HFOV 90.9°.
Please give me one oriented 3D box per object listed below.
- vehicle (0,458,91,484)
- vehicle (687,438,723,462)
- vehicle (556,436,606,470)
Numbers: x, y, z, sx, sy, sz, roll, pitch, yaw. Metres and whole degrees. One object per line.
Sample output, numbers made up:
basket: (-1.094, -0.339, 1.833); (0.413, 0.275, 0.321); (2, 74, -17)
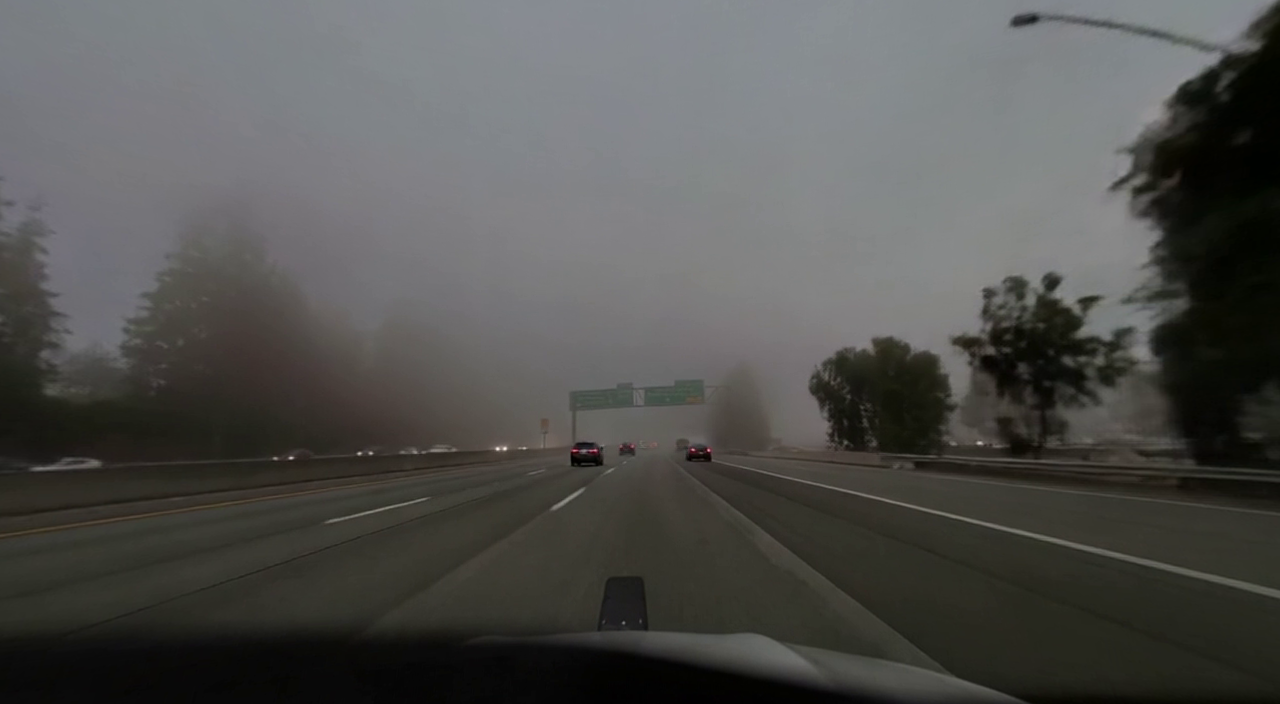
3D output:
vehicle: (-34.406, 6.880, 36.604); (1.816, 1.357, 3.577); (0, -8, 1)
vehicle: (4.843, 7.419, 47.900); (2.229, 1.704, 4.392); (0, -8, 0)
vehicle: (-3.168, 5.556, 34.926); (2.196, 1.733, 4.355); (-1, -8, 2)
